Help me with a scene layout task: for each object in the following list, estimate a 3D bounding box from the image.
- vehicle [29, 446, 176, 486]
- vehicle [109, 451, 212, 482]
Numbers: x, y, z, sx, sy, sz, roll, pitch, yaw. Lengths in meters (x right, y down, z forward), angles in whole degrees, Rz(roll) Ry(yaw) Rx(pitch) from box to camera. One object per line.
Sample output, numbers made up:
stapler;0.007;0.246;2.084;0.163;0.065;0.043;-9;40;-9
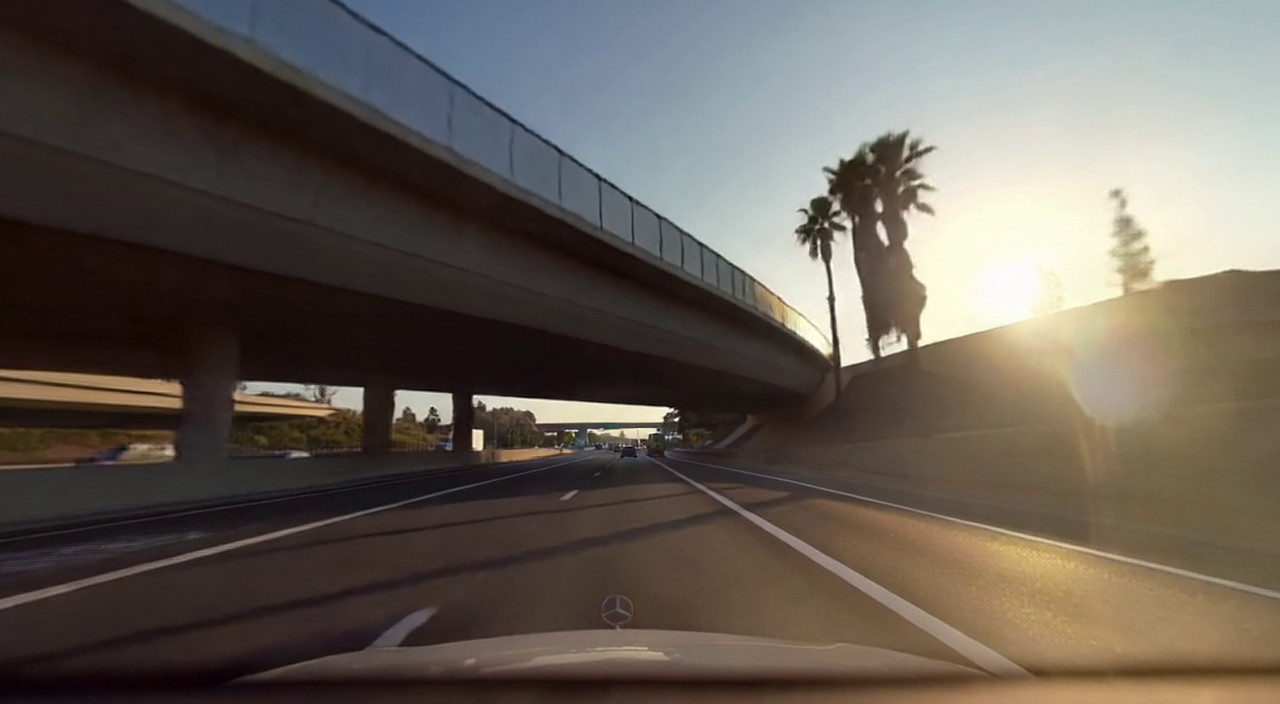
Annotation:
vehicle;-29.062;6.117;34.597;2.347;1.950;6.611;0;-8;-1
vehicle;-24.981;5.956;33.157;2.009;1.492;4.290;0;-8;0
